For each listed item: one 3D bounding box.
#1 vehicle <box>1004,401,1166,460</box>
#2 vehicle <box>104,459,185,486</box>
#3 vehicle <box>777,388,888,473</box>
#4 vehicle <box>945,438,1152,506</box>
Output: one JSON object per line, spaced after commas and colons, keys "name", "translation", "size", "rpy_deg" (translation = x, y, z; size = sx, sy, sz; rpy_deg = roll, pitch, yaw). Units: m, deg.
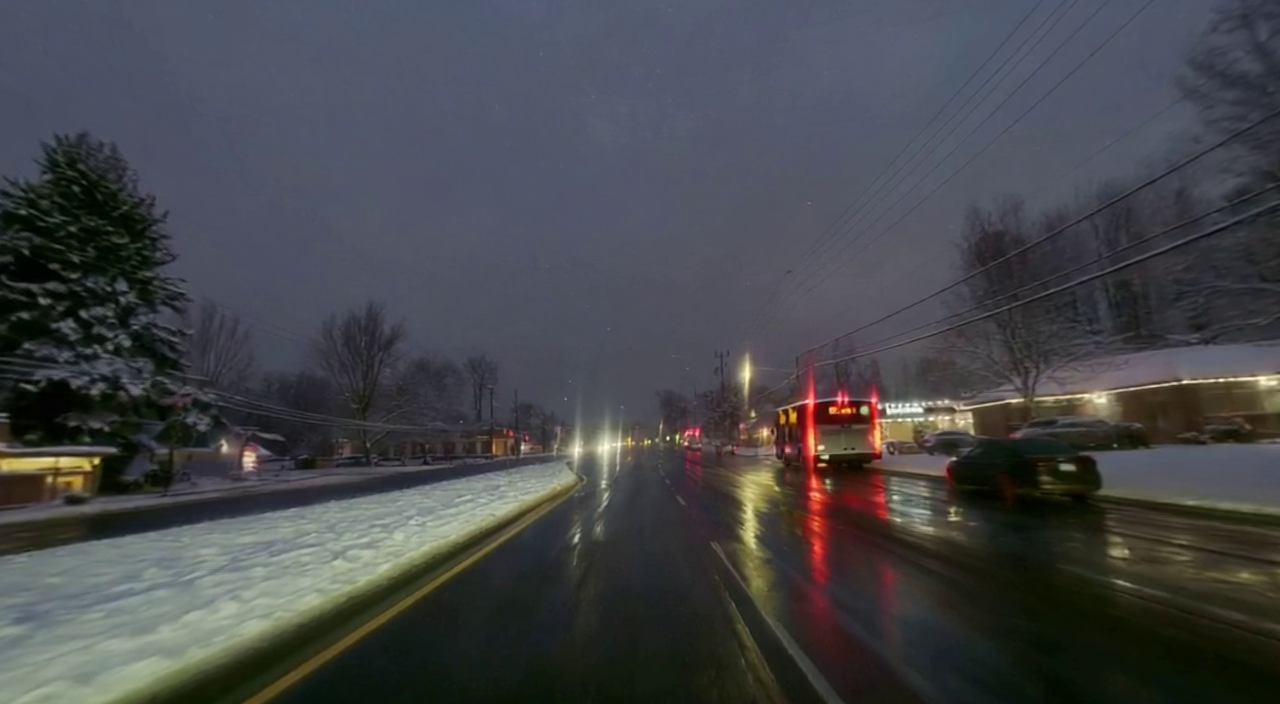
{"name": "vehicle", "translation": [20.385, 3.700, 29.369], "size": [5.637, 2.480, 2.521], "rpy_deg": [-4, -9, 26]}
{"name": "vehicle", "translation": [-33.602, 8.157, 42.995], "size": [1.863, 1.646, 4.565], "rpy_deg": [0, -8, -1]}
{"name": "vehicle", "translation": [9.775, 4.215, 33.387], "size": [3.017, 3.888, 8.508], "rpy_deg": [0, -8, -1]}
{"name": "vehicle", "translation": [10.054, 2.966, 16.168], "size": [2.009, 1.451, 4.832], "rpy_deg": [0, -8, -1]}
